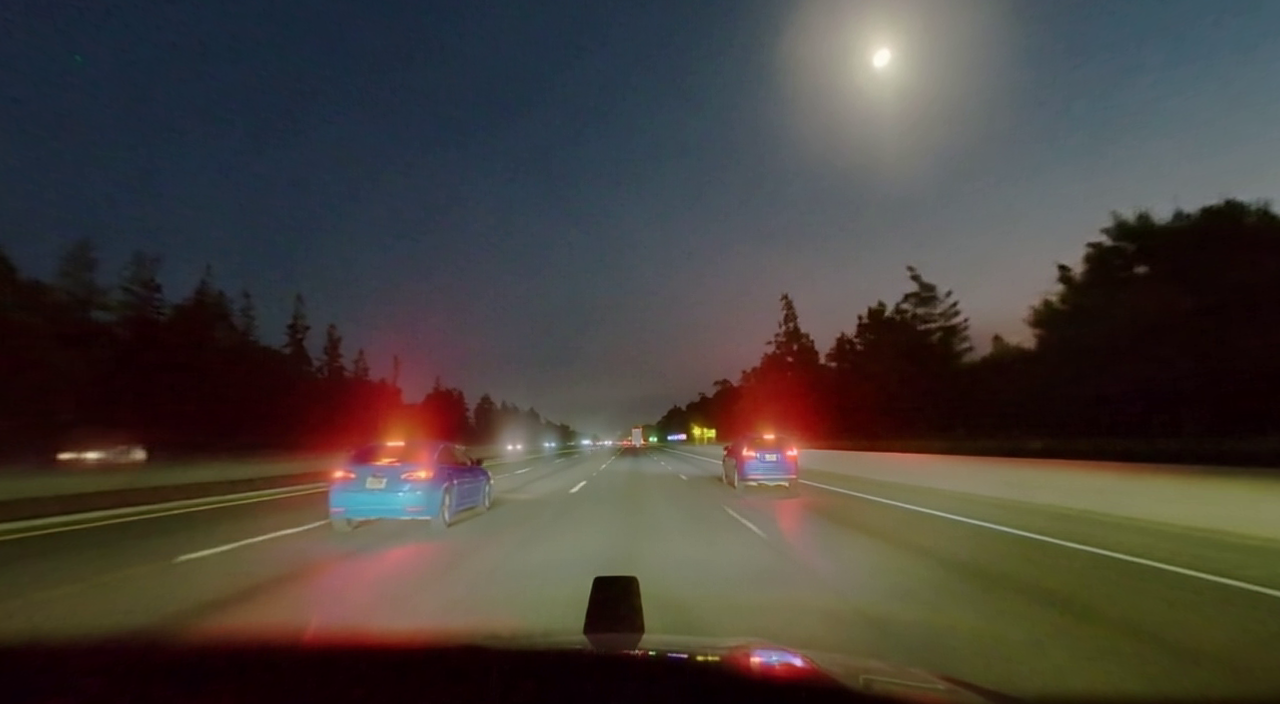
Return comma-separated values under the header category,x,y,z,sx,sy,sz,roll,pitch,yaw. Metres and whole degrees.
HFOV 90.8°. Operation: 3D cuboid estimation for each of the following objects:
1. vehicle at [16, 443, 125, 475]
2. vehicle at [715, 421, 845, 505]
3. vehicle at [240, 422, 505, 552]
category,x,y,z,sx,sy,sz,roll,pitch,yaw
vehicle,-32.894,6.202,36.730,1.946,1.720,4.746,0,-9,-1
vehicle,3.139,2.598,15.152,2.053,1.714,4.097,0,-9,-1
vehicle,-3.808,2.030,10.263,2.118,1.573,4.940,0,-9,0
